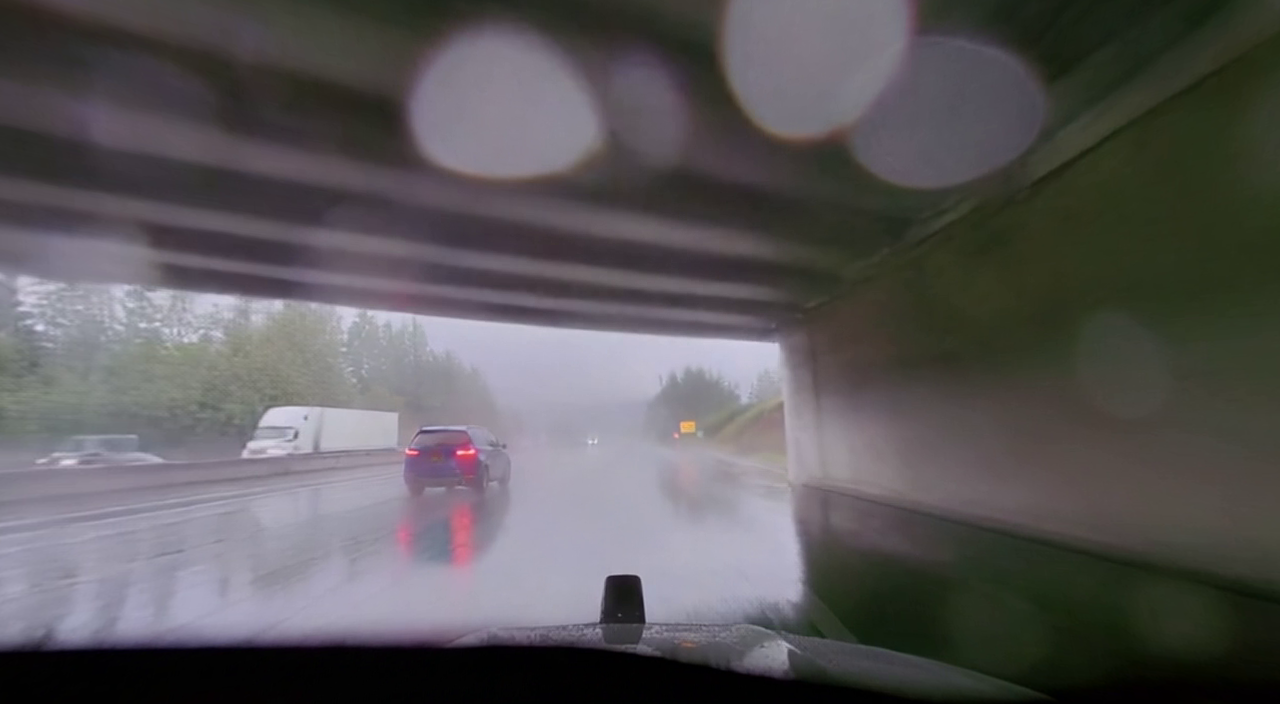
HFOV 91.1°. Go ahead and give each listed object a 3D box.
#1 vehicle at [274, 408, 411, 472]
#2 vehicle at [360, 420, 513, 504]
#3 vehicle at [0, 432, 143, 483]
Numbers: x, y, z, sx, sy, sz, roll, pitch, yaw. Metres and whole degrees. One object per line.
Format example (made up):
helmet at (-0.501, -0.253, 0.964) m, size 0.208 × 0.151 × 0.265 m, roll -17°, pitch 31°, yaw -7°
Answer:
vehicle at (-17.544, 5.375, 38.399) m, size 2.936 × 3.275 × 11.845 m, roll 0°, pitch -8°, yaw -2°
vehicle at (-4.549, 2.534, 14.870) m, size 2.125 × 1.662 × 4.336 m, roll 0°, pitch -8°, yaw 1°
vehicle at (-28.220, 5.125, 31.066) m, size 2.355 × 2.256 × 5.912 m, roll 0°, pitch -8°, yaw 0°
